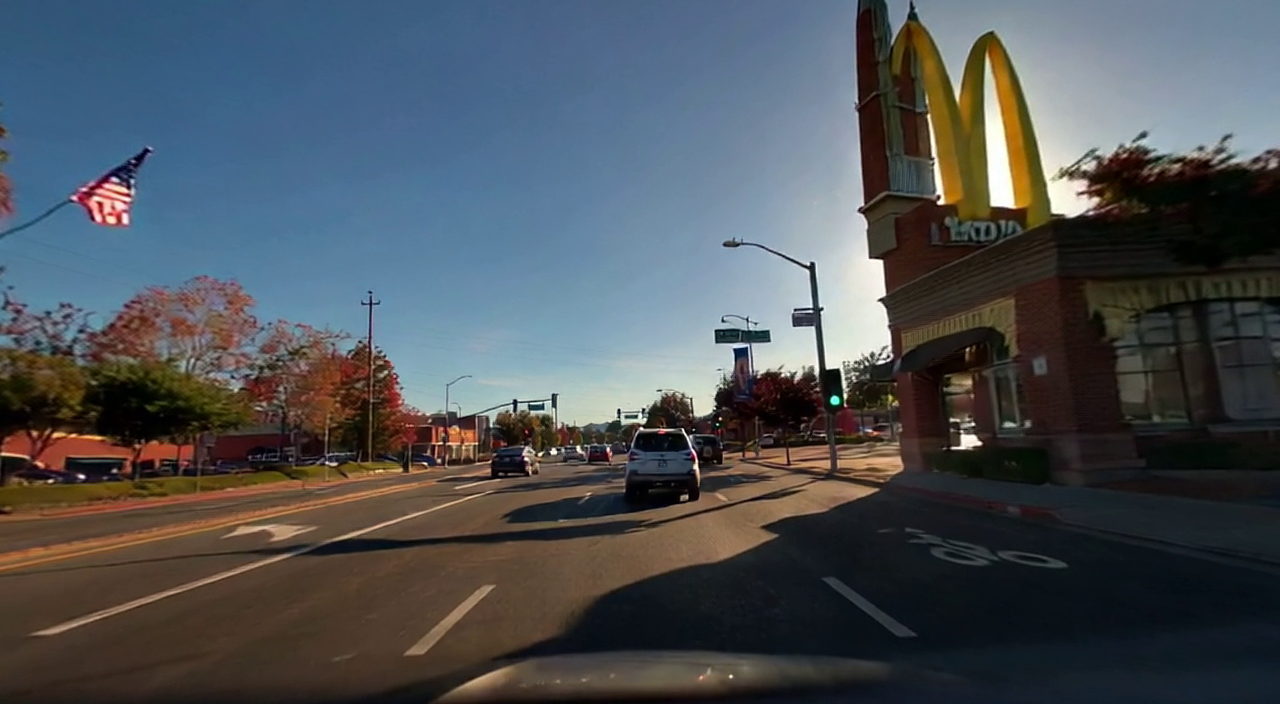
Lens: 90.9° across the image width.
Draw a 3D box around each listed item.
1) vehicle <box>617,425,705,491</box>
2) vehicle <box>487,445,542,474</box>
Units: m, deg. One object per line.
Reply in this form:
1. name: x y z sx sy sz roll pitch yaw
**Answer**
1. vehicle: 0.584 3.390 20.630 2.513 1.854 5.235 0 -8 0
2. vehicle: -6.628 5.711 33.852 1.966 1.461 4.422 0 -8 1
